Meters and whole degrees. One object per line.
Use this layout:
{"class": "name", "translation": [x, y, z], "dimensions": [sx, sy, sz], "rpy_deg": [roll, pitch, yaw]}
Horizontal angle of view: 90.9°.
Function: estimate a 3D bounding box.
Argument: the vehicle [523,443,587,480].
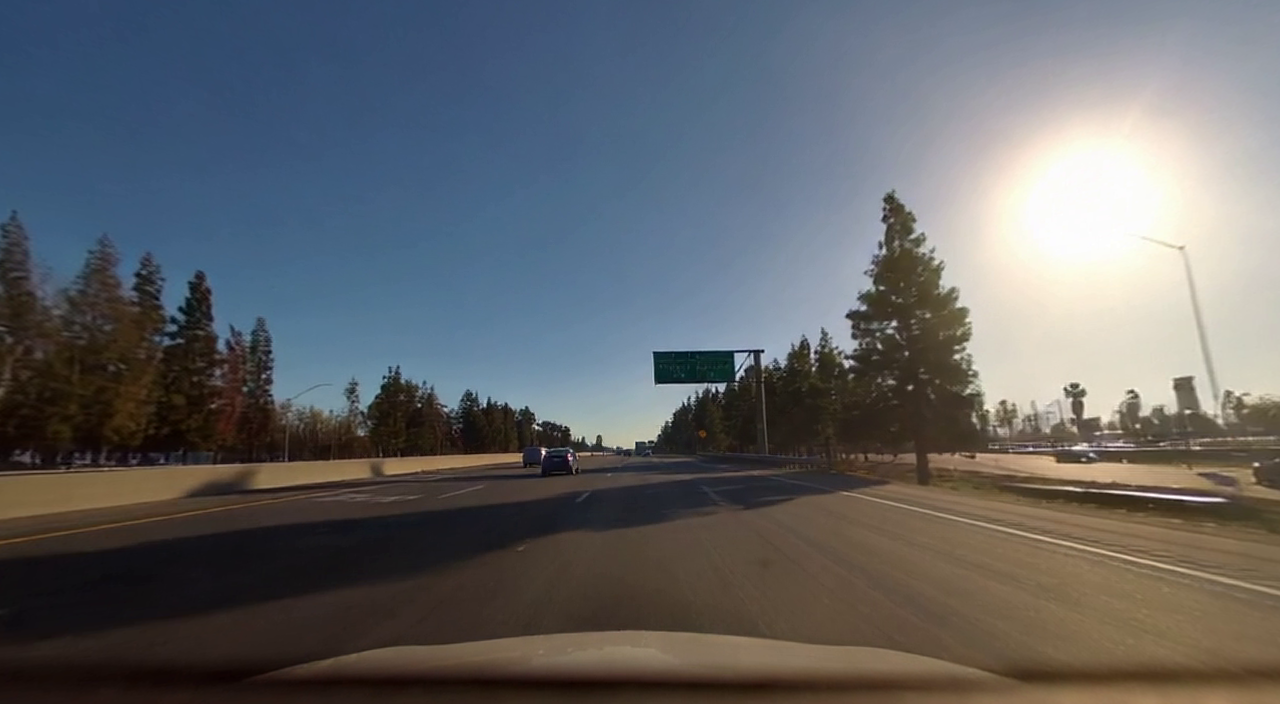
{"class": "vehicle", "translation": [-3.574, 4.712, 27.346], "dimensions": [2.128, 1.450, 4.078], "rpy_deg": [0, -9, 1]}
